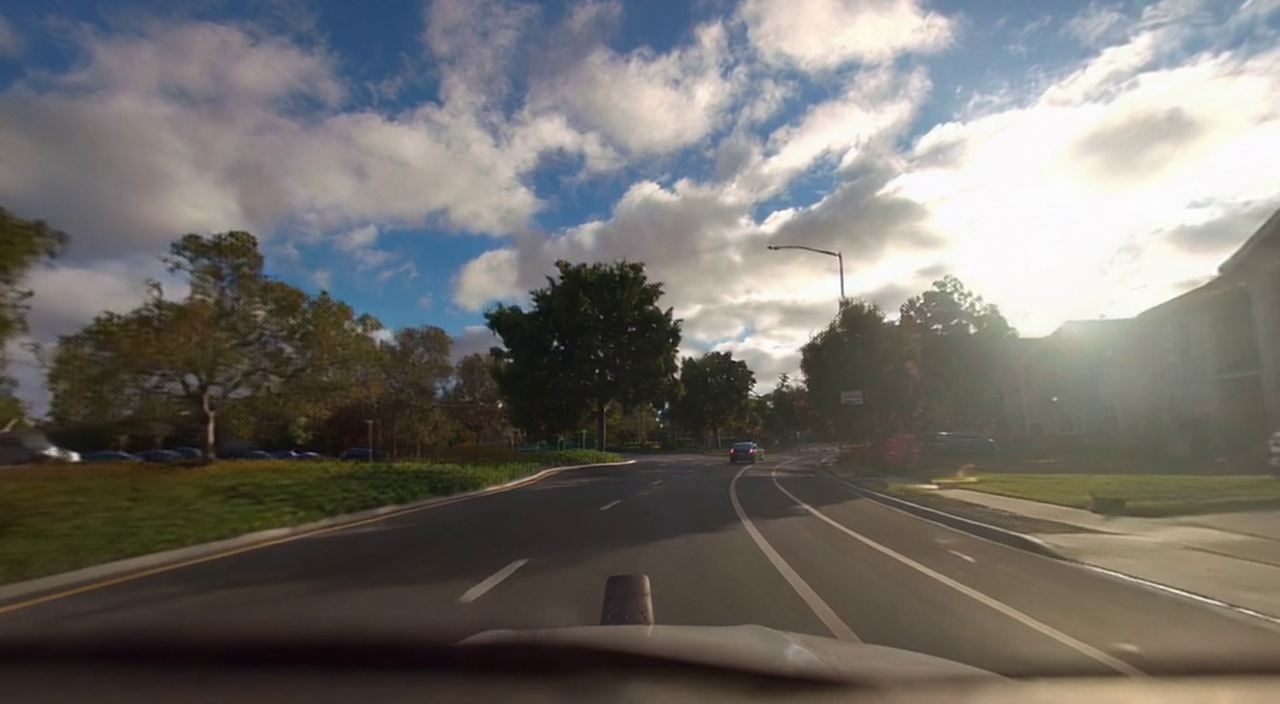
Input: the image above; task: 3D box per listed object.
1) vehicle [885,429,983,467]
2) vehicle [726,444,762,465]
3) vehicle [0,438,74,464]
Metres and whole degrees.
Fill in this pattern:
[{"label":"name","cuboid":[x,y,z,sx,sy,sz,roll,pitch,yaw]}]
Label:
[{"label":"vehicle","cuboid":[16.907,5.552,36.544,4.672,2.044,2.248,-3,-7,14]},{"label":"vehicle","cuboid":[7.608,7.429,45.859,2.050,1.456,4.003,-2,-9,16]},{"label":"vehicle","cuboid":[-43.319,6.979,44.479,4.804,1.726,2.274,-1,-8,7]}]
